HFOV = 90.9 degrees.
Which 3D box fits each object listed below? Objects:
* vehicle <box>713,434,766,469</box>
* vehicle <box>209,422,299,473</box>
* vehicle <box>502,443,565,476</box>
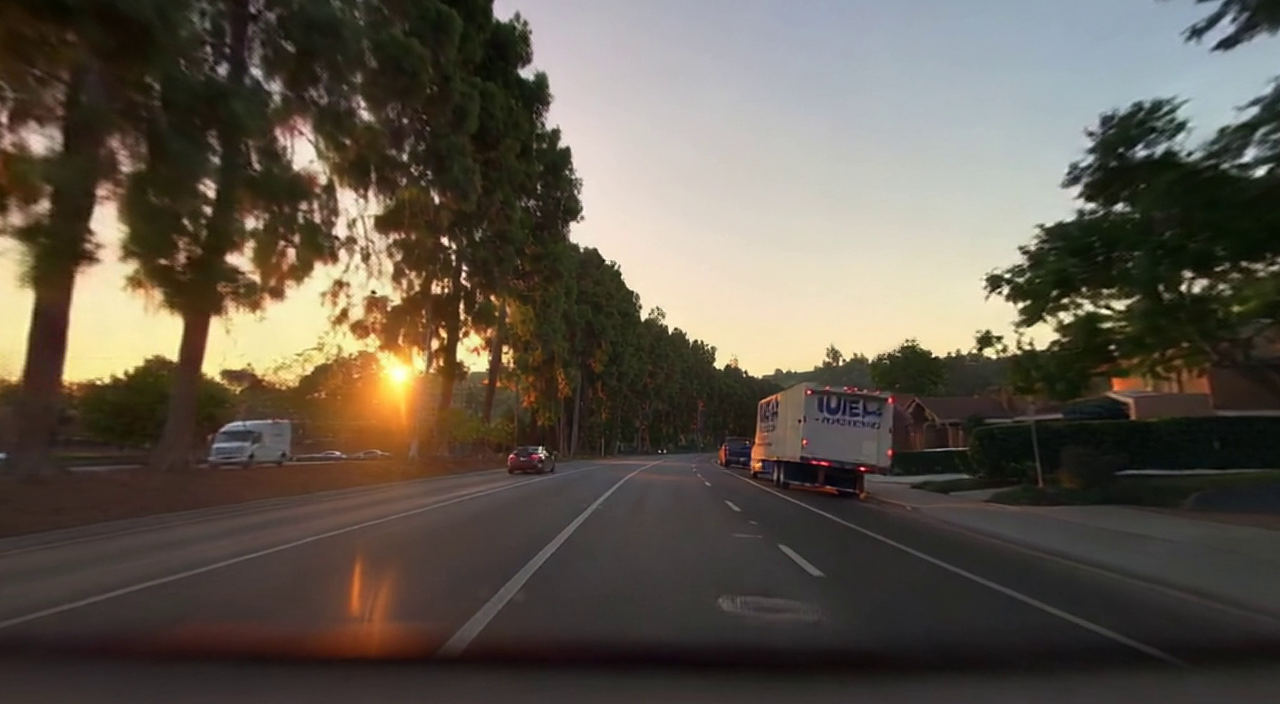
[{"bbox_3d":[6.184,6.284,40.138,2.695,2.013,6.661,0,-8,4],"label":"vehicle"},{"bbox_3d":[-22.547,5.624,37.206,2.421,2.746,5.968,2,-8,-11],"label":"vehicle"},{"bbox_3d":[-5.105,5.241,30.968,2.060,1.473,4.645,0,-8,3],"label":"vehicle"}]
